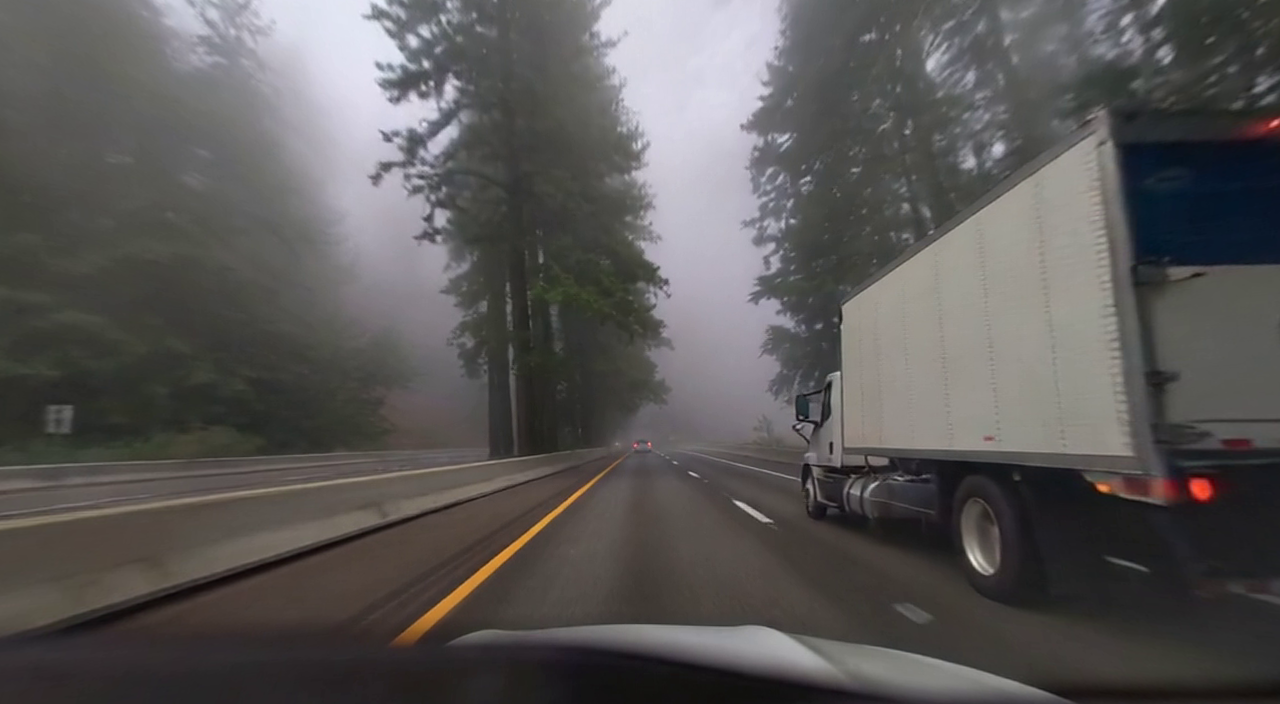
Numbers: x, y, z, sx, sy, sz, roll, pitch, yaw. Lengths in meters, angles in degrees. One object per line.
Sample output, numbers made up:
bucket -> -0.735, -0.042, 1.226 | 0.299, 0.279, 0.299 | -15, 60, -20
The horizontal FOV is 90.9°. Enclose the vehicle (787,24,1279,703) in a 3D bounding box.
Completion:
vehicle -> 4.335, 0.694, 7.423 | 3.013, 3.462, 8.956 | 0, -9, 0
